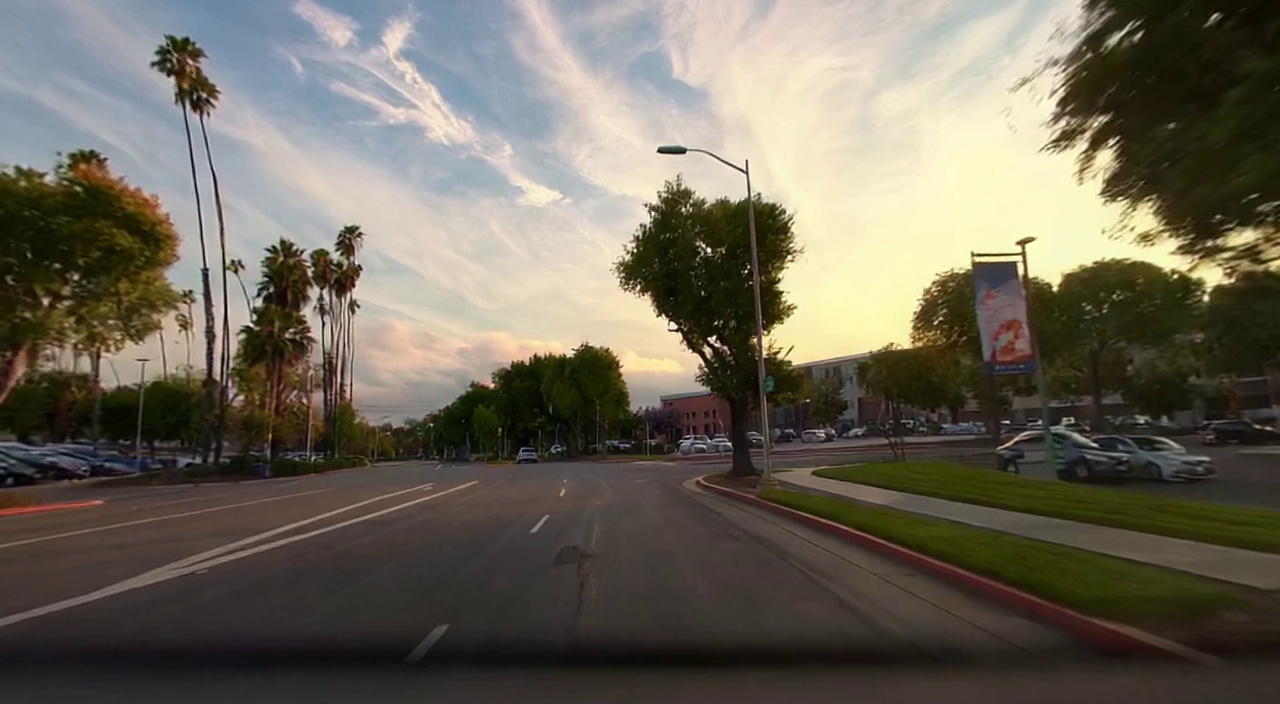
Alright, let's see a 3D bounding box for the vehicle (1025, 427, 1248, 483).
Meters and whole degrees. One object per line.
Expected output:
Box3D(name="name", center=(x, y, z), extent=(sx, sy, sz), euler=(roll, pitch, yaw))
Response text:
Box3D(name="vehicle", center=(13.989, 2.927, 17.927), extent=(4.626, 1.496, 1.895), euler=(-1, -9, 3))
